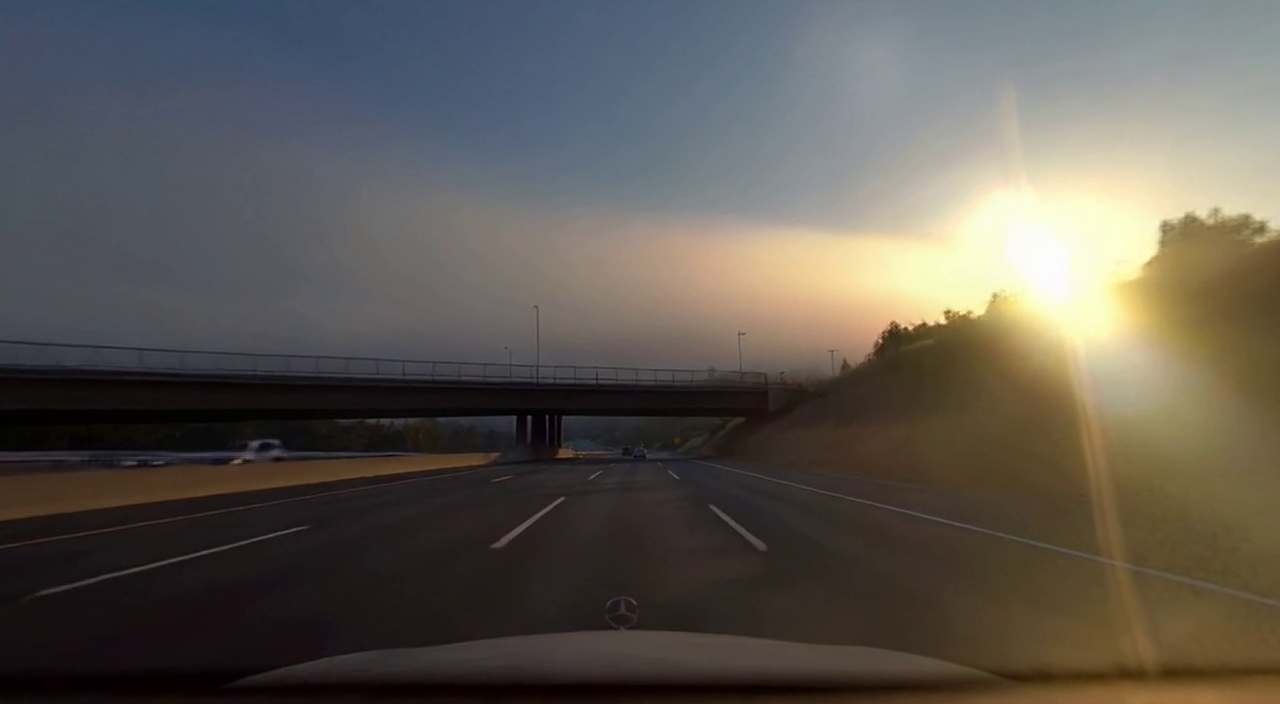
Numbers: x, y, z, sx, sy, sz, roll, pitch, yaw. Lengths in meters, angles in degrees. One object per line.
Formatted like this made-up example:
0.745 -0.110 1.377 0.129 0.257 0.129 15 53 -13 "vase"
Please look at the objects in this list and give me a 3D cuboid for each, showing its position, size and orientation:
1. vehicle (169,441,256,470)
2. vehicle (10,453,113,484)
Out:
-26.124 6.339 38.787 2.023 1.639 4.699 -1 -8 0 "vehicle"
-29.857 6.002 32.738 1.726 1.405 3.815 0 -8 0 "vehicle"
